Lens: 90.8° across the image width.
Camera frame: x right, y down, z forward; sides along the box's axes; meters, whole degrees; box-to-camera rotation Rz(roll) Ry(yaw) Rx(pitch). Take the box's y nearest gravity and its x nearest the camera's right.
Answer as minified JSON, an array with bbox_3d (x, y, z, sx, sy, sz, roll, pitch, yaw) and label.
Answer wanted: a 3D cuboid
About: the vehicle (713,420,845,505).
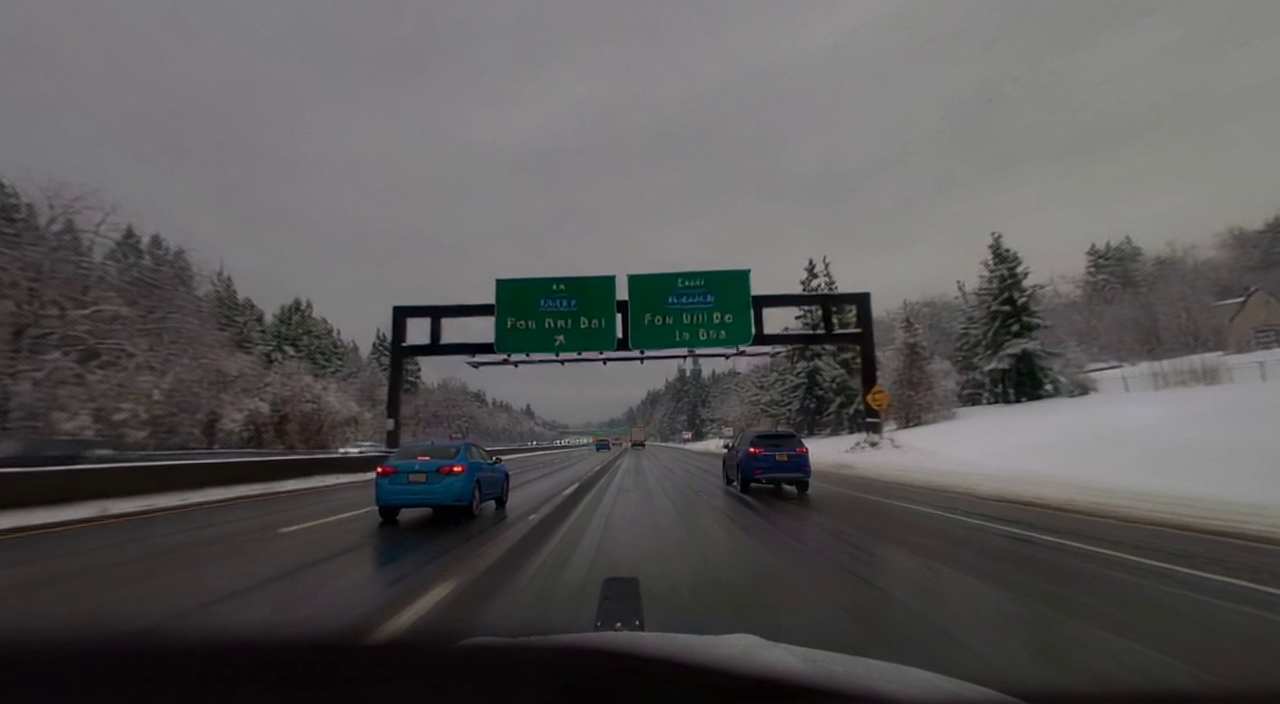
[{"bbox_3d":[3.076,2.559,14.979,2.053,1.714,4.097,0,-9,-2],"label":"vehicle"}]

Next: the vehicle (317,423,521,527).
[{"bbox_3d":[-3.856,2.268,12.187,2.118,1.573,4.940,0,-9,0],"label":"vehicle"}]
